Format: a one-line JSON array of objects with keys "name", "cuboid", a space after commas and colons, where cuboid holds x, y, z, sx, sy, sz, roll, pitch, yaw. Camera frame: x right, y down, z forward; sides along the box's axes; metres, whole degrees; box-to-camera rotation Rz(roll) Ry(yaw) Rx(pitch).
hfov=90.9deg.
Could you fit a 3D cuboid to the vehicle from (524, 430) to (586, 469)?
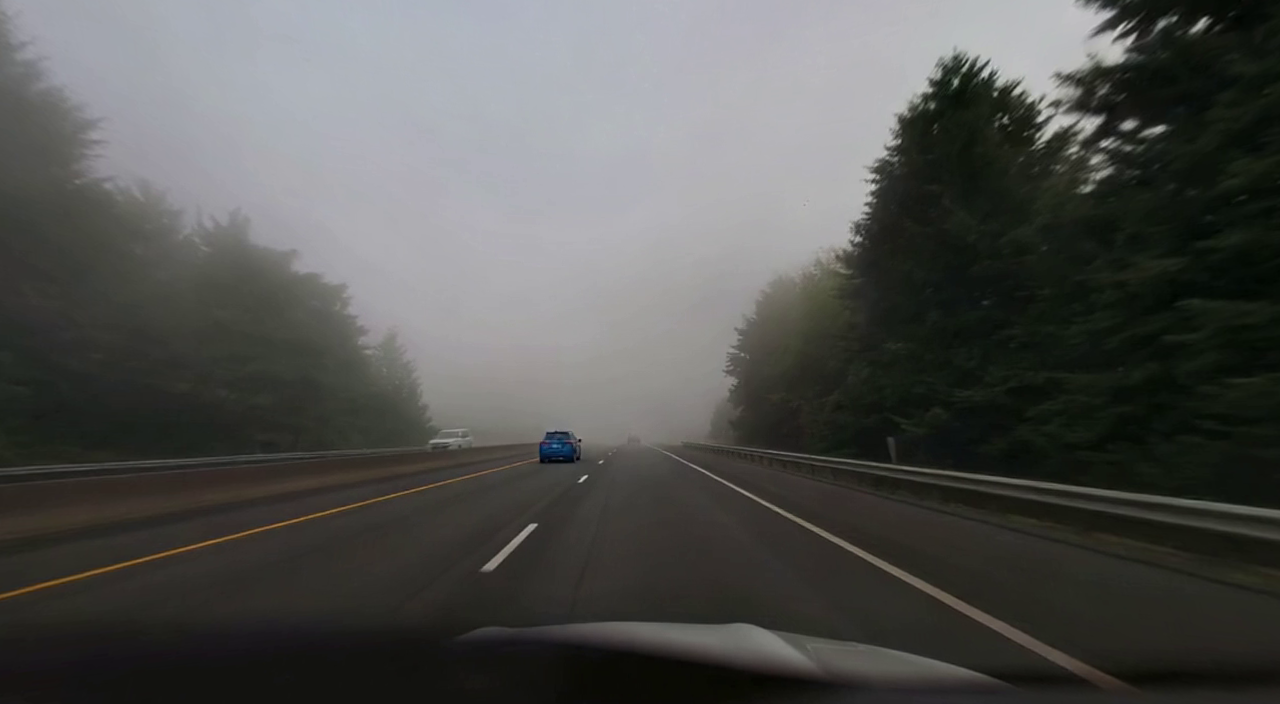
[{"name": "vehicle", "cuboid": [-3.445, 4.032, 26.200, 2.085, 1.479, 3.846, 0, -8, 0]}]
